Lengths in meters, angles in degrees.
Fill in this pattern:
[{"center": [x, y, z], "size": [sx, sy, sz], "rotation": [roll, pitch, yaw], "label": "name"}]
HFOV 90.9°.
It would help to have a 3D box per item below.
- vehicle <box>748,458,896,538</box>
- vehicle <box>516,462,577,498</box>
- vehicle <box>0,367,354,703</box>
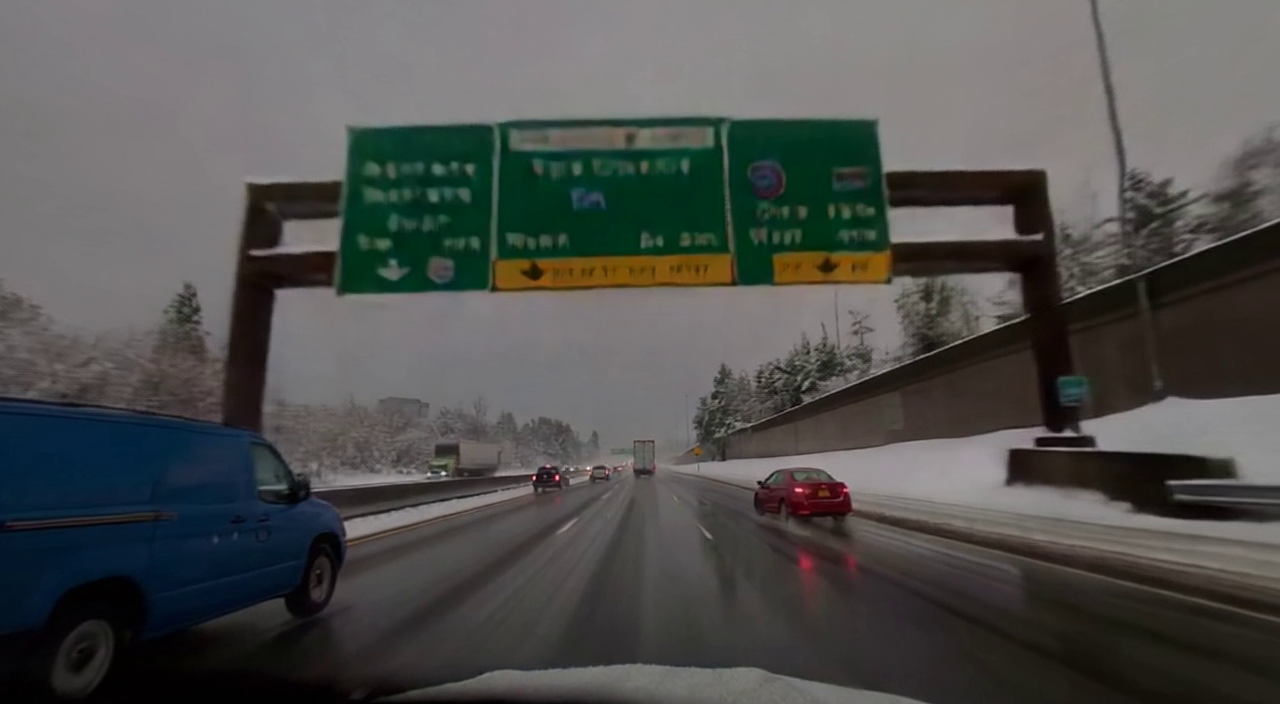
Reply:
[{"center": [3.803, 3.134, 14.001], "size": [1.917, 1.458, 4.199], "rotation": [1, -10, -2], "label": "vehicle"}, {"center": [-4.060, 5.682, 28.147], "size": [2.054, 1.443, 4.131], "rotation": [1, -10, 0], "label": "vehicle"}, {"center": [-3.436, 0.976, 2.992], "size": [2.004, 1.610, 4.508], "rotation": [1, -10, 0], "label": "vehicle"}]
